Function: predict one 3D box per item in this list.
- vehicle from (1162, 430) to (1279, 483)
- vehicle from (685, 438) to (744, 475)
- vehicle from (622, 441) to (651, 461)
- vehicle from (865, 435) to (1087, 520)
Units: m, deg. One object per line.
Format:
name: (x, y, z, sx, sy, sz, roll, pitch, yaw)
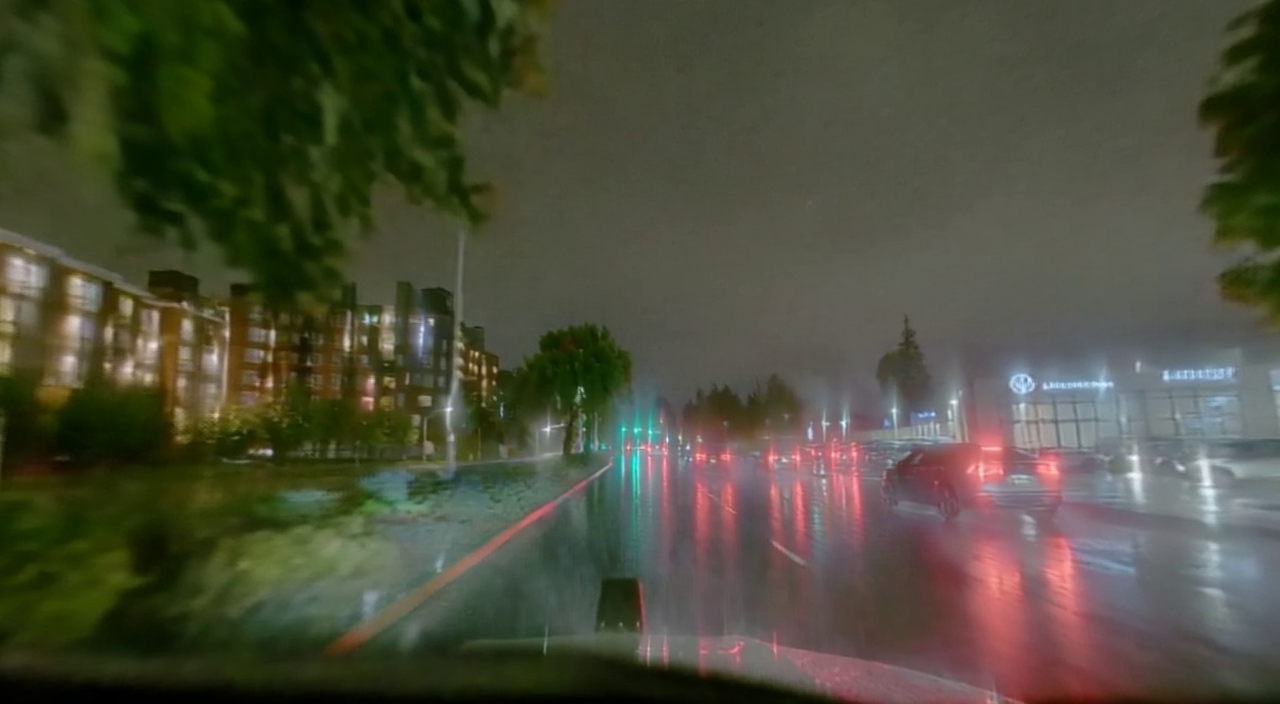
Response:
vehicle: (20.915, 3.527, 21.431, 4.646, 1.690, 1.971, 0, -8, -1)
vehicle: (3.325, 4.760, 29.063, 1.953, 1.514, 4.672, 0, -8, -2)
vehicle: (-0.287, 7.357, 47.095, 2.095, 1.456, 3.873, 0, -8, -1)
vehicle: (6.947, 2.614, 13.840, 2.098, 1.507, 4.655, 0, -8, -3)
